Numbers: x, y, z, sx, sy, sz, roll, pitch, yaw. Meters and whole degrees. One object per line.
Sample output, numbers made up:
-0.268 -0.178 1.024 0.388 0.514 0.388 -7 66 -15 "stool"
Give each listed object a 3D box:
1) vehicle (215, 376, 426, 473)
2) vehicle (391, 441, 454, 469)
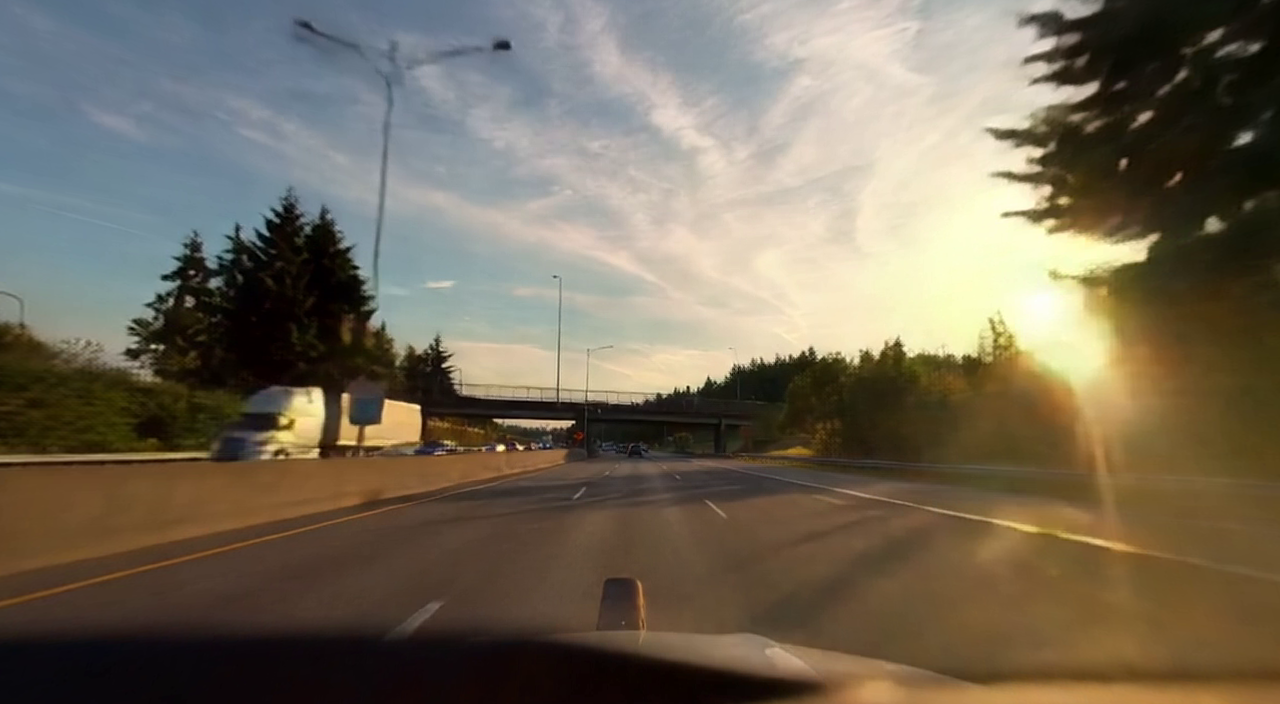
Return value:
-16.226 4.332 34.847 2.994 4.027 16.848 0 -9 0 "vehicle"
-11.900 5.676 34.790 1.957 1.454 4.392 0 -9 -1 "vehicle"
